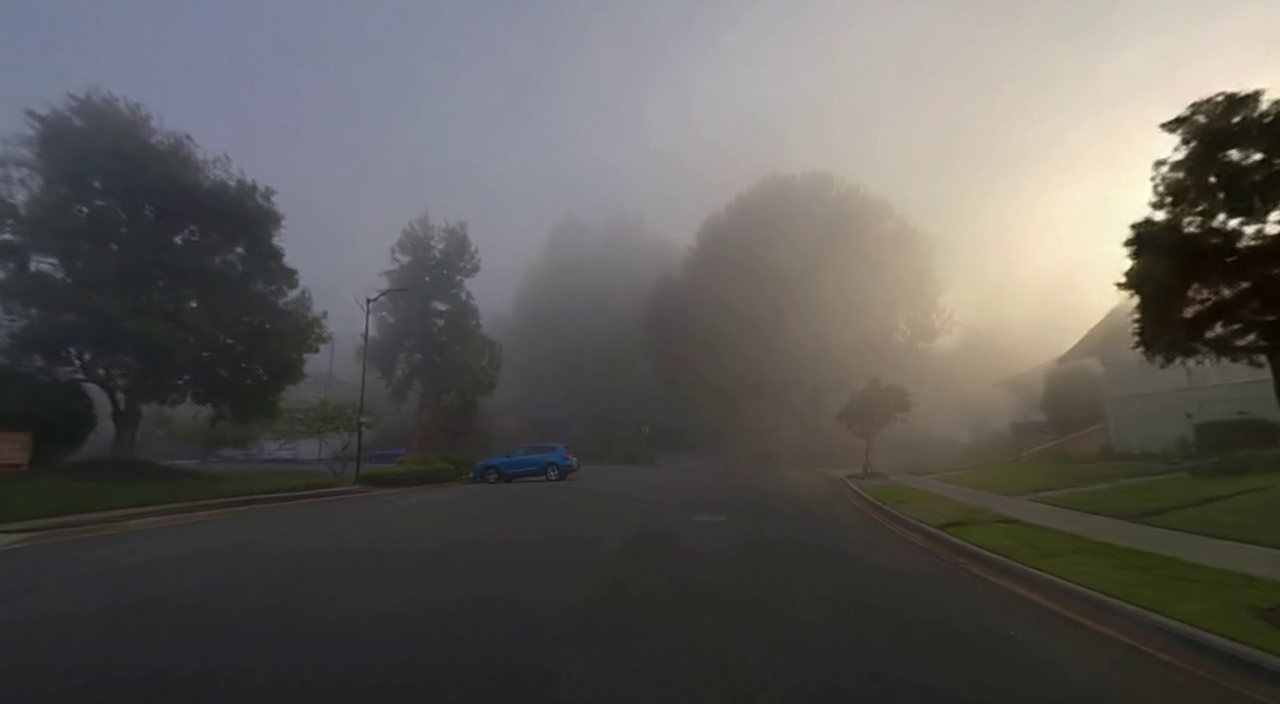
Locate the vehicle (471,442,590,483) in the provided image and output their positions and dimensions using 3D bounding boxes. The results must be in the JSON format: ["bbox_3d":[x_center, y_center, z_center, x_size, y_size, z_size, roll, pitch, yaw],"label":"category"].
[{"bbox_3d":[-4.697,4.788,27.517,4.692,1.660,1.879,-1,-9,9],"label":"vehicle"}]
